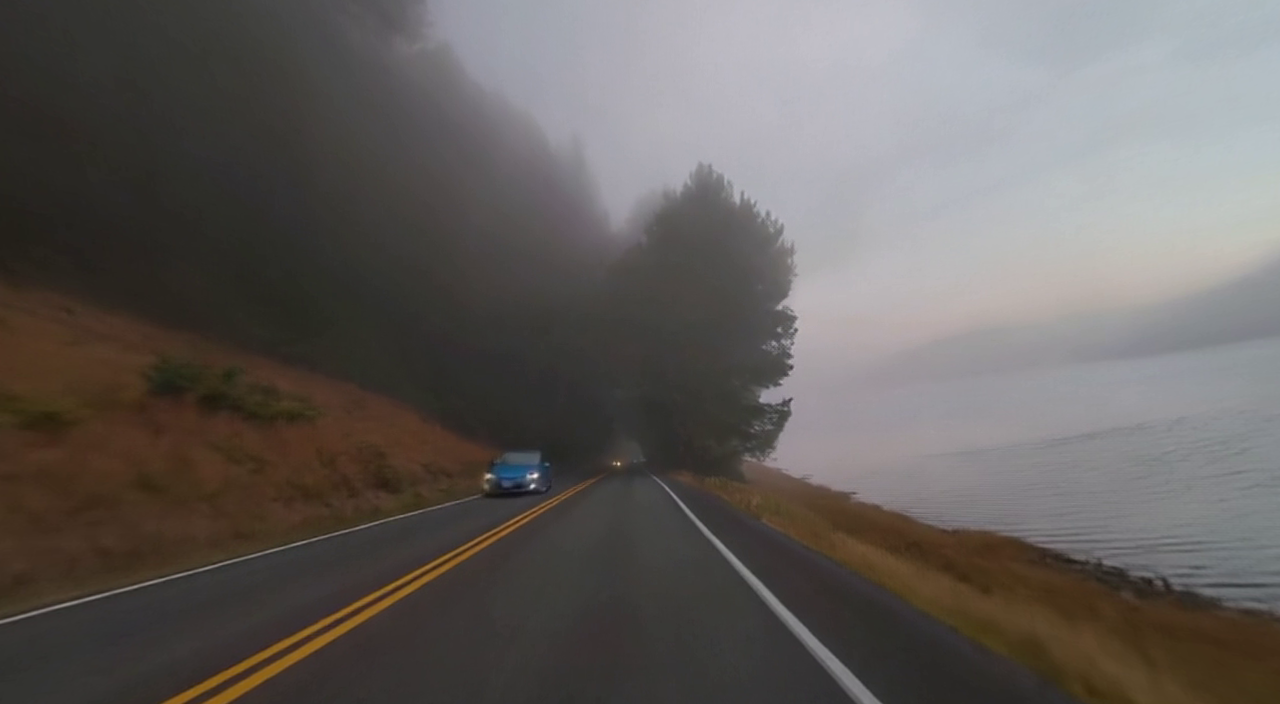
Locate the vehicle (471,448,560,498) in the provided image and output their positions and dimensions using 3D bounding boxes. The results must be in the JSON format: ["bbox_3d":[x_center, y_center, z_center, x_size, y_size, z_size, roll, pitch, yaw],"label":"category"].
[{"bbox_3d":[-4.265,4.217,22.477,2.179,1.579,4.637,0,-9,1],"label":"vehicle"}]
